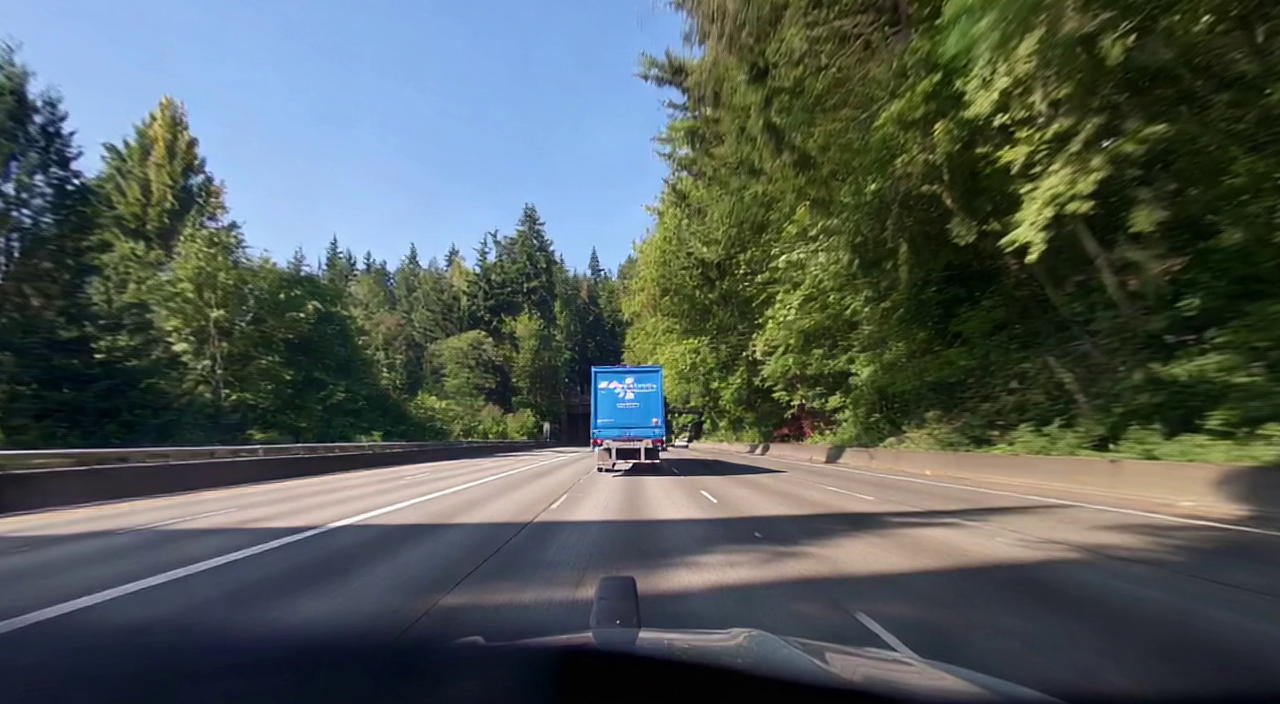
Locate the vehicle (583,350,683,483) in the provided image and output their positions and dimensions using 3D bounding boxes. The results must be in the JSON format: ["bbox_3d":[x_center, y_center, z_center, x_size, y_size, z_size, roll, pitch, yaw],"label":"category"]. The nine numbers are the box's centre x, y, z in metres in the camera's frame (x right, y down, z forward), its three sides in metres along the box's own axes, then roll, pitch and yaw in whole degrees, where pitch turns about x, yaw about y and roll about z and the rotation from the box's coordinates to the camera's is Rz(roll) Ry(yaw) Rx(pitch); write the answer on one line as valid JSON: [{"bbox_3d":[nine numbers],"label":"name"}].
[{"bbox_3d":[-0.429,2.529,23.536,2.895,3.861,10.213,0,-8,-2],"label":"vehicle"}]
